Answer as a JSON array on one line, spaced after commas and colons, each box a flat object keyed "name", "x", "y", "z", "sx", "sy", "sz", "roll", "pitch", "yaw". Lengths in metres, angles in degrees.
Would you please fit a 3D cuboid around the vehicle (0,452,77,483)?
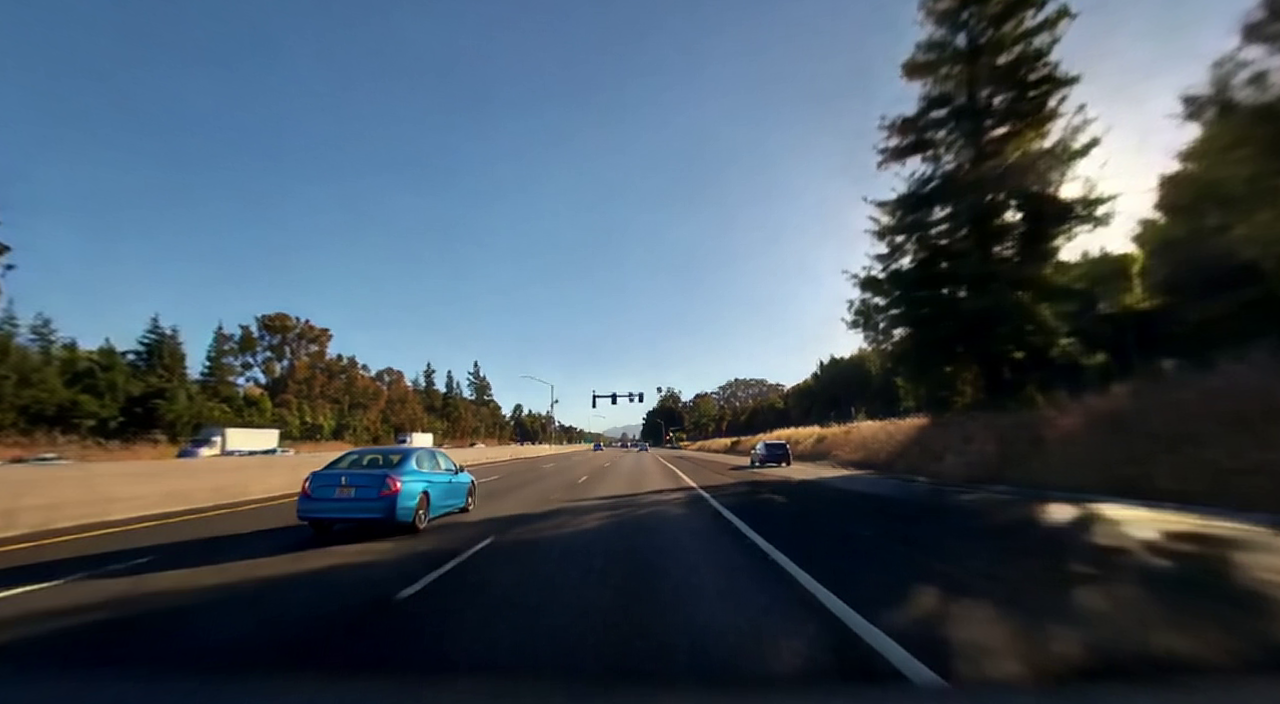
[{"name": "vehicle", "x": -32.522, "y": 6.076, "z": 33.309, "sx": 1.749, "sy": 1.472, "sz": 3.987, "roll": 0, "pitch": -9, "yaw": -1}]

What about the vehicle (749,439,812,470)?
[{"name": "vehicle", "x": 7.257, "y": 5.354, "z": 32.953, "sx": 2.049, "sy": 1.481, "sz": 4.774, "roll": 0, "pitch": -9, "yaw": -2}]

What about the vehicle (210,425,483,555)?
[{"name": "vehicle", "x": -4.027, "y": 1.959, "z": 9.703, "sx": 1.987, "sy": 1.516, "sz": 4.478, "roll": 0, "pitch": -9, "yaw": 1}]
